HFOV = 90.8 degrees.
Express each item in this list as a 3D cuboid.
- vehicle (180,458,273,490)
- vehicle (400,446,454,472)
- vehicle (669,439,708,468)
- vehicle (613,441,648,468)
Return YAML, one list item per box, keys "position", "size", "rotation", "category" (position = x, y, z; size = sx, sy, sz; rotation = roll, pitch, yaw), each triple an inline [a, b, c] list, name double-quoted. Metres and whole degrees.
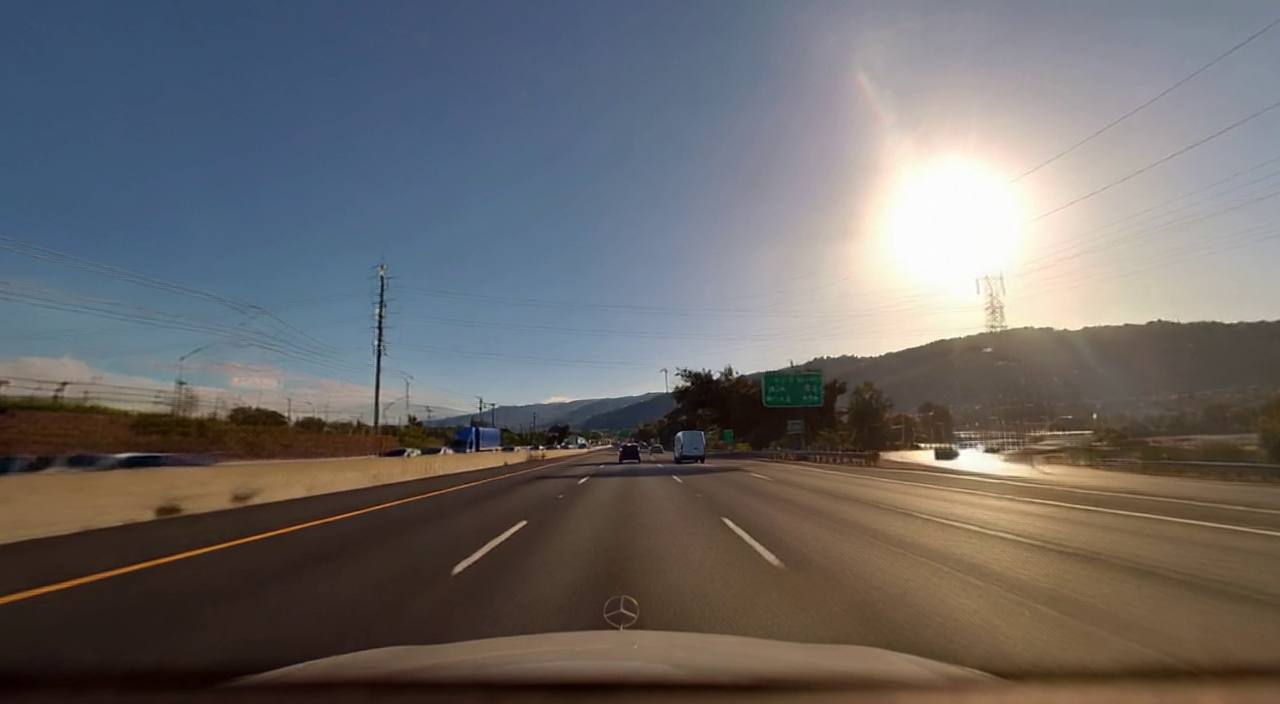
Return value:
- position: [-21.461, 6.306, 33.047]
  size: [1.849, 1.463, 4.466]
  rotation: [0, -9, 0]
  category: "vehicle"
- position: [-13.864, 6.952, 41.309]
  size: [1.968, 1.563, 4.376]
  rotation: [0, -9, 0]
  category: "vehicle"
- position: [3.147, 6.742, 42.017]
  size: [2.036, 1.796, 4.470]
  rotation: [0, -9, -2]
  category: "vehicle"
- position: [-0.691, 7.128, 44.048]
  size: [2.325, 1.712, 4.592]
  rotation: [0, -9, -1]
  category: "vehicle"
